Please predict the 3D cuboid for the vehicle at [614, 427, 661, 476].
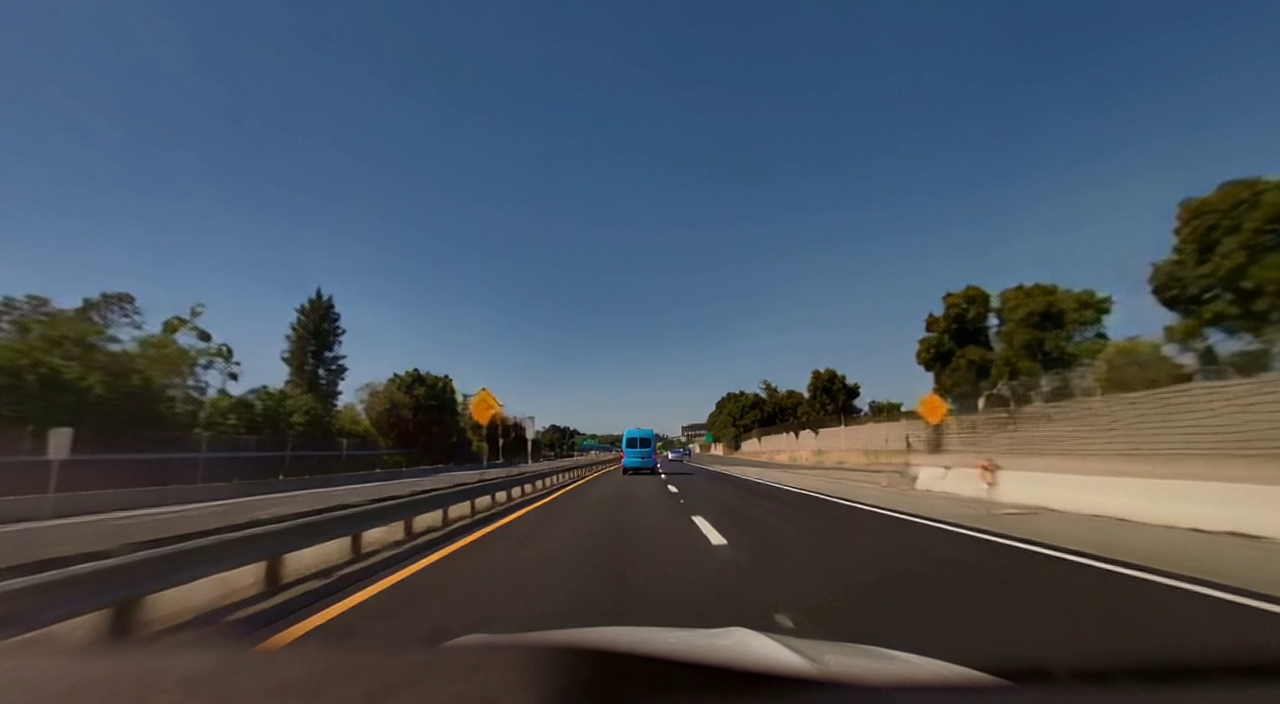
[{"bbox_3d":[-0.138,5.852,36.854,2.560,2.598,5.581,0,-9,0],"label":"vehicle"}]
